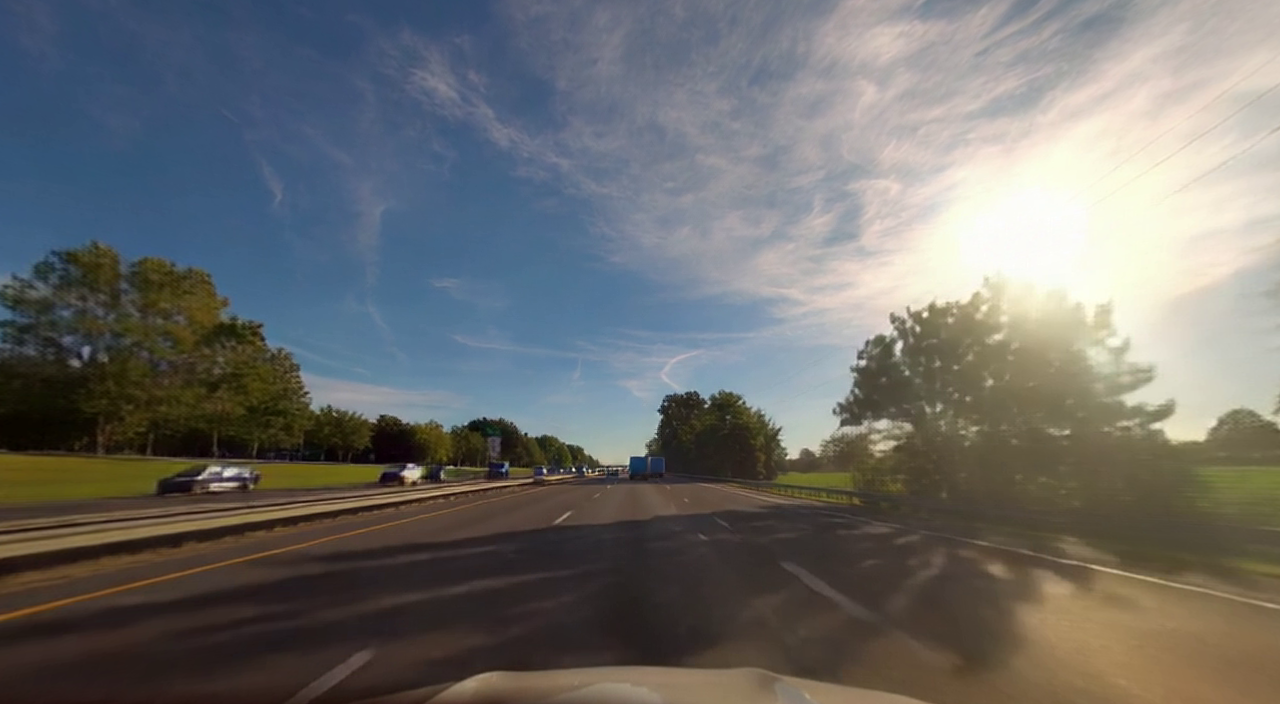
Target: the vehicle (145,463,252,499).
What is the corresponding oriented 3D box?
[{"bbox_3d":[-20.396,5.960,29.359,1.912,1.481,4.203,1,-10,0],"label":"vehicle"}]
